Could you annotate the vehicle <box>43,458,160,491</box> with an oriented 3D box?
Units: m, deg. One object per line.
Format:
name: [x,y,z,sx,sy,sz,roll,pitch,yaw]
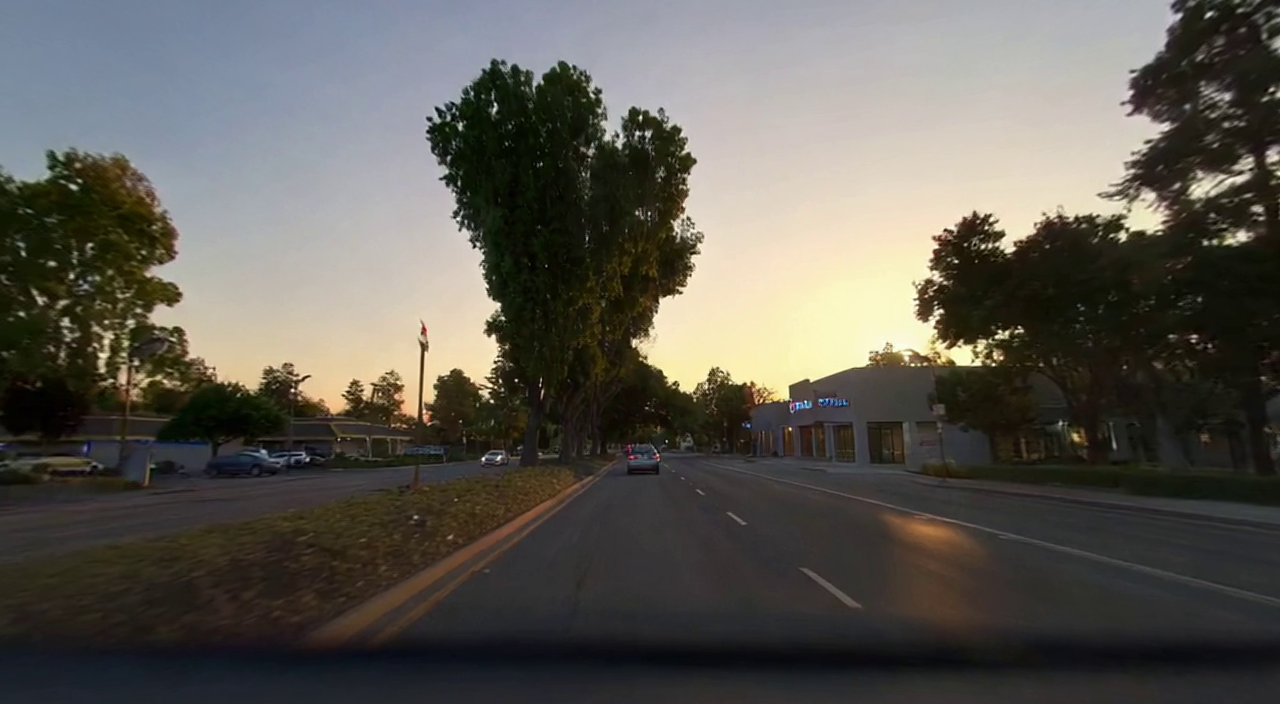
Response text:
vehicle: [-27.619,6.250,32.522,1.925,1.450,4.770,0,-9,-1]

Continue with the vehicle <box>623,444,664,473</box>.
vehicle: [0.106,5.556,33.059,1.998,1.452,3.773,0,-8,-2]

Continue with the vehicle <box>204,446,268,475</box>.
vehicle: [-28.262,7.580,44.239,2.061,1.871,5.360,2,-9,-14]

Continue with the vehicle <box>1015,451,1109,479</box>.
vehicle: [24.292,6.491,36.498,1.863,1.454,4.758,1,-9,-5]
